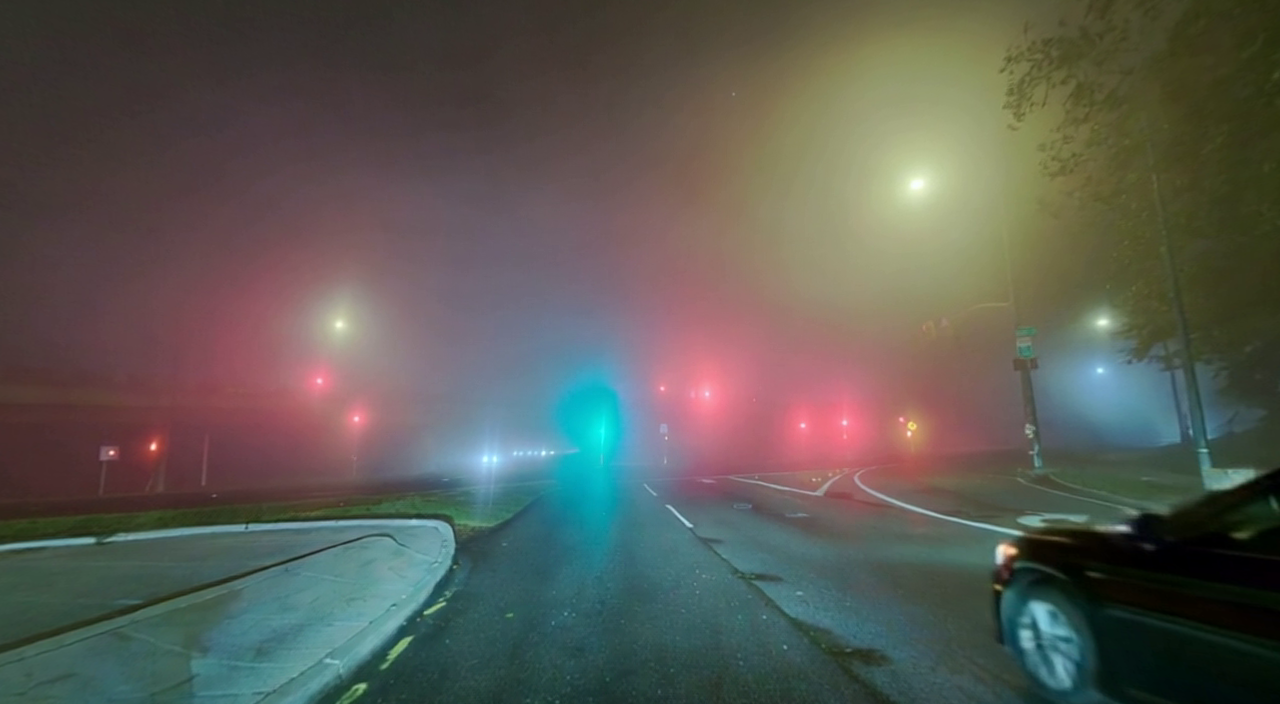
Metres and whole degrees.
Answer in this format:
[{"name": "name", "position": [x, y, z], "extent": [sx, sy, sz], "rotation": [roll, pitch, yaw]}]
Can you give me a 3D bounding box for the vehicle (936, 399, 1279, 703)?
[{"name": "vehicle", "position": [2.802, 0.815, 1.583], "extent": [1.909, 1.425, 4.521], "rotation": [0, -9, 0]}]
